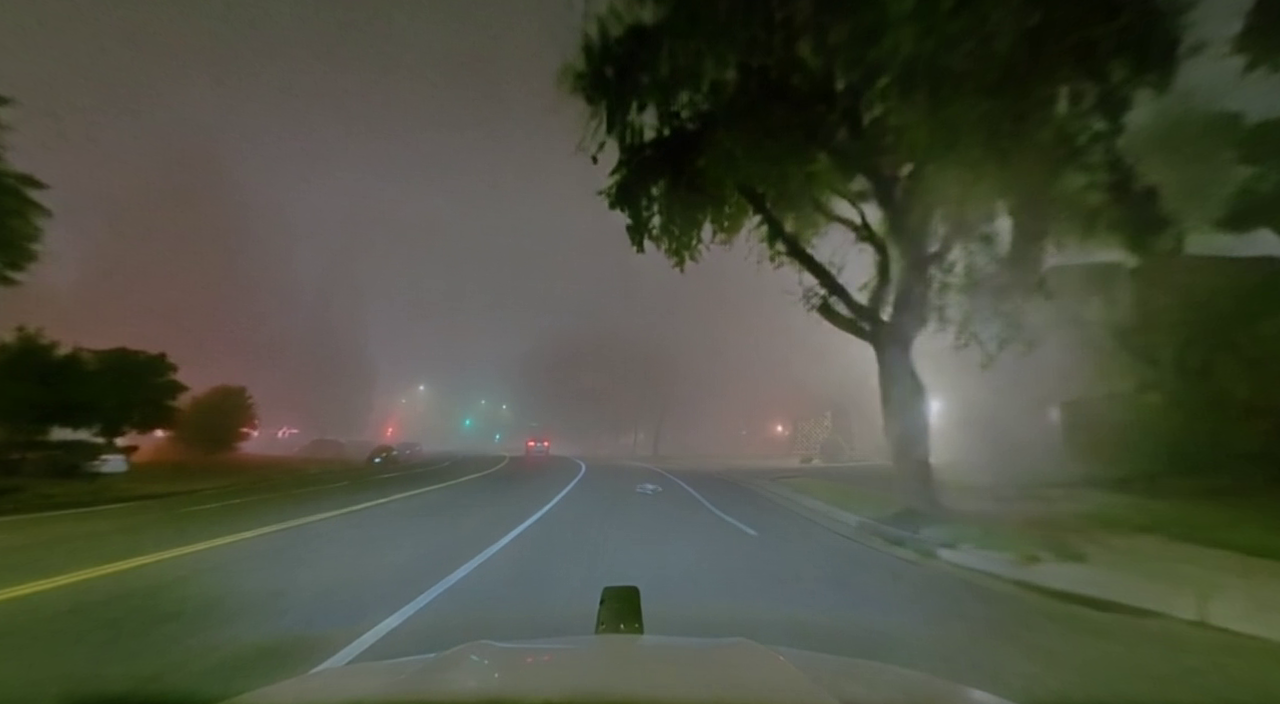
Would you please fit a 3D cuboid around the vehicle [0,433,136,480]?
[{"bbox_3d":[-21.753,3.913,23.744,3.832,1.683,1.877,1,-8,-7],"label":"vehicle"}]

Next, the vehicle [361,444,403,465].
[{"bbox_3d":[-18.457,7.303,45.348,1.911,1.436,4.554,2,-8,-11],"label":"vehicle"}]
